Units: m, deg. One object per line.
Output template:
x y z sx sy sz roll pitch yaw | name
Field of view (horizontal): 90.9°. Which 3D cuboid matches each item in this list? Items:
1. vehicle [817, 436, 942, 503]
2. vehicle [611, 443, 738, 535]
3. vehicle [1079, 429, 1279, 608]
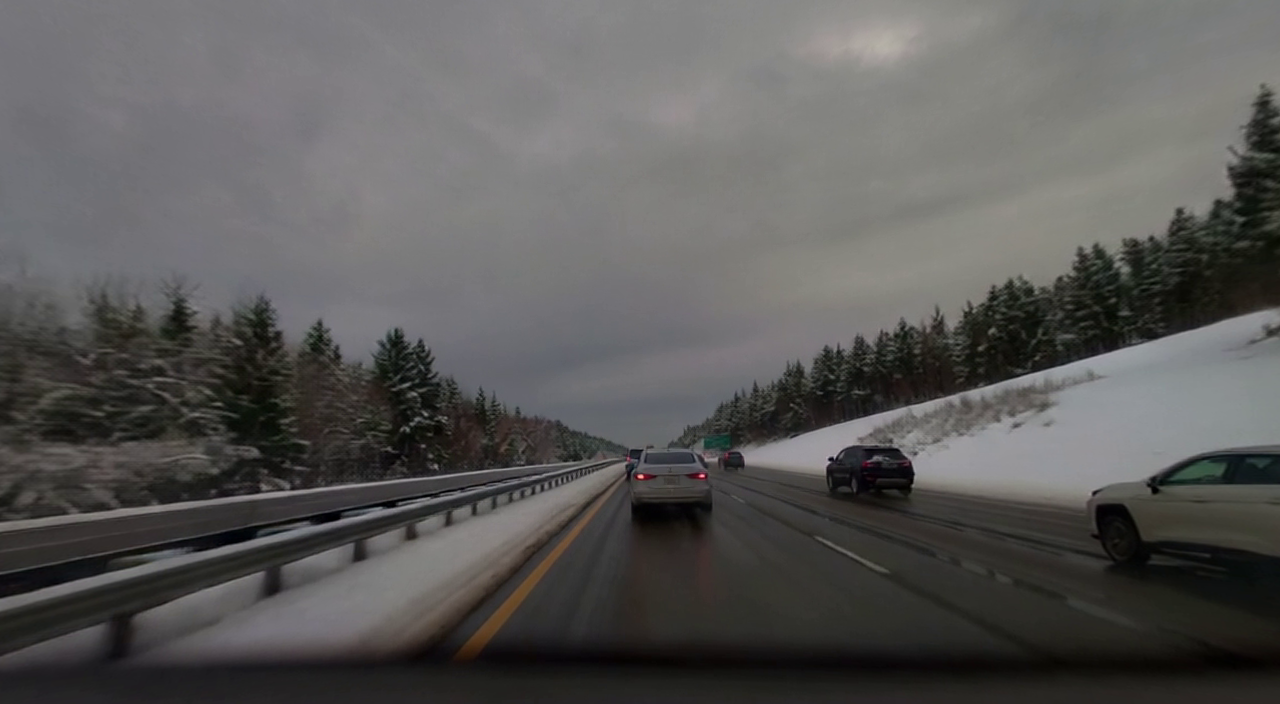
6.804 3.369 18.469 1.980 1.702 4.235 0 -9 0 | vehicle
0.565 2.554 12.308 2.076 1.485 3.774 0 -9 0 | vehicle
6.361 1.443 5.594 1.965 1.484 4.090 0 -9 0 | vehicle
